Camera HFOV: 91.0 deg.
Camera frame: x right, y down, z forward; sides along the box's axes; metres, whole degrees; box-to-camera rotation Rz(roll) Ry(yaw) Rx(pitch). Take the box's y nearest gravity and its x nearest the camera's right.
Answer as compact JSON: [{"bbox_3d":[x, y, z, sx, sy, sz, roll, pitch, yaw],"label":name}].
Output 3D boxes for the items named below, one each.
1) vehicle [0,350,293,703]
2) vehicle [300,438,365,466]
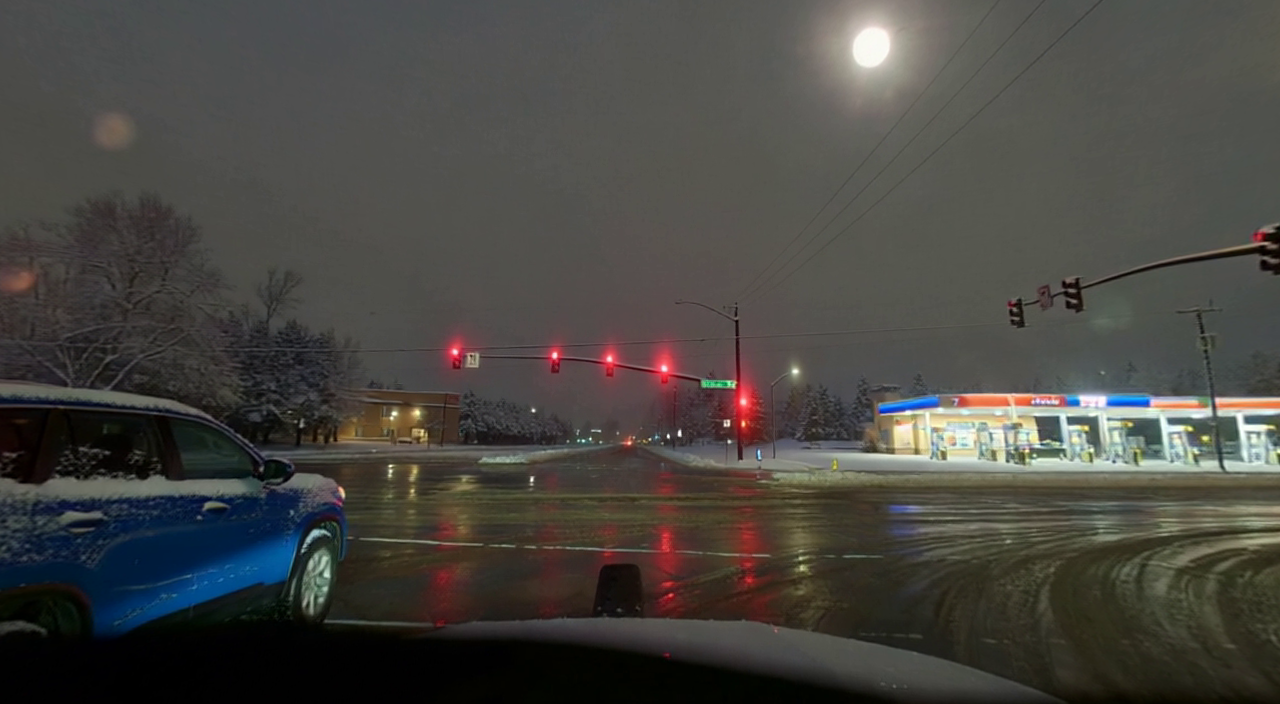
[{"bbox_3d":[-3.426,0.800,2.047,2.053,1.690,4.364,0,-9,0],"label":"vehicle"},{"bbox_3d":[-20.468,6.682,42.158,2.004,1.699,4.486,0,-9,1],"label":"vehicle"}]
